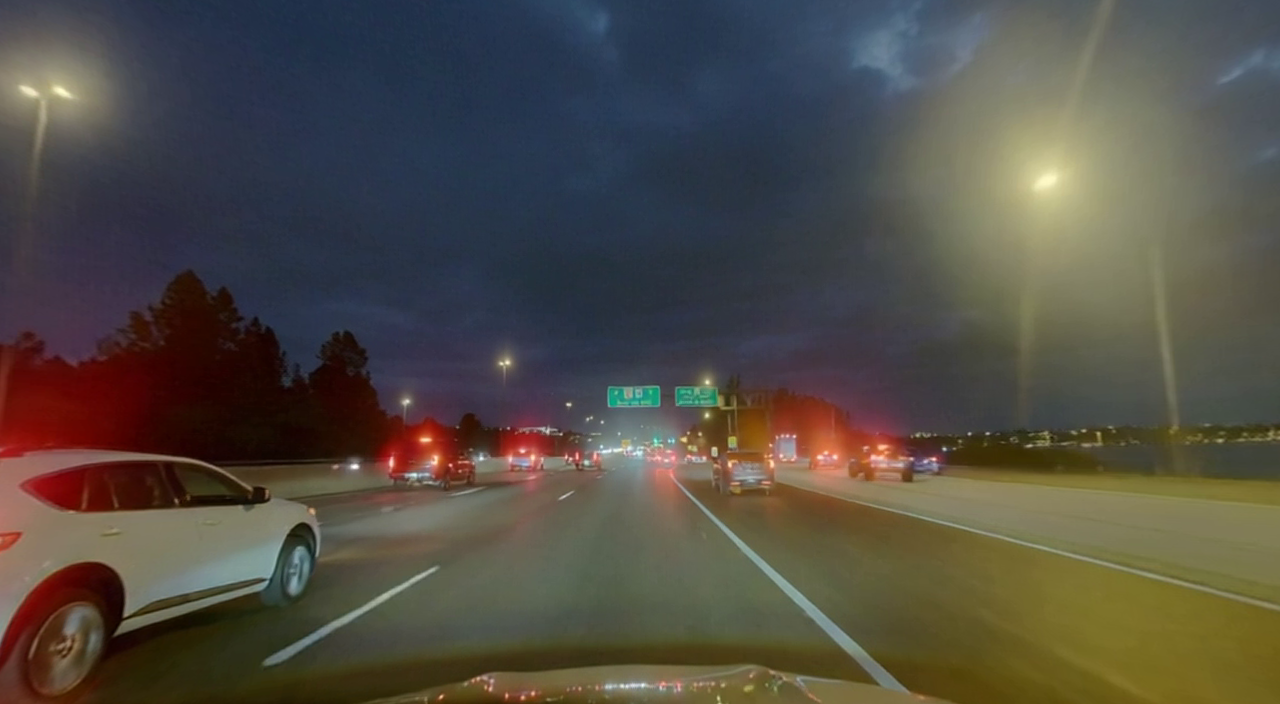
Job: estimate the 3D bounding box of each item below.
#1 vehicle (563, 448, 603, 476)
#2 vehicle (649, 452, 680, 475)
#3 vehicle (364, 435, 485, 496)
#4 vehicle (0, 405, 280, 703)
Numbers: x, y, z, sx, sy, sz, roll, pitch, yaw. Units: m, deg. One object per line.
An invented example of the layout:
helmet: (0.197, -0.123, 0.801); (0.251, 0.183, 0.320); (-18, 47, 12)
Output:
vehicle: (-3.729, 7.307, 42.118); (2.132, 1.708, 4.571); (0, -9, 2)
vehicle: (1.832, 8.194, 46.438); (2.153, 1.510, 4.646); (0, -9, 2)
vehicle: (-7.502, 4.009, 22.742); (2.250, 1.870, 5.647); (0, -9, 1)
vehicle: (-4.167, 1.039, 3.112); (2.027, 1.547, 4.511); (0, -9, 1)
